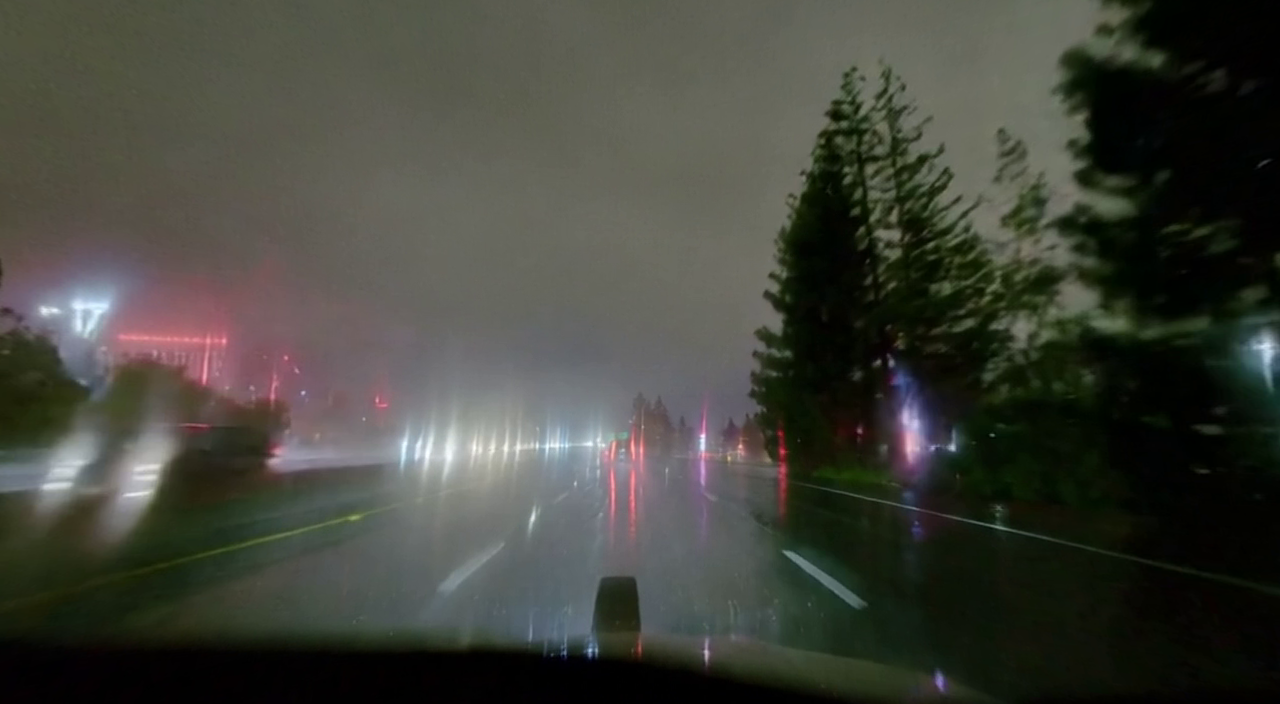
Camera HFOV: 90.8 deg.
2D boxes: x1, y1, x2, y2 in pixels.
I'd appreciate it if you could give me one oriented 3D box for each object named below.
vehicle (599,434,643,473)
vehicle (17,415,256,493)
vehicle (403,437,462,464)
[{"bbox_3d":[-1.045,5.325,33.193,2.155,1.856,4.796,0,-9,-3],"label":"vehicle"},{"bbox_3d":[-11.692,2.425,15.217,2.126,1.572,4.415,0,-9,-1],"label":"vehicle"},{"bbox_3d":[-12.385,5.943,38.095,2.059,1.520,4.674,0,-9,-1],"label":"vehicle"}]
